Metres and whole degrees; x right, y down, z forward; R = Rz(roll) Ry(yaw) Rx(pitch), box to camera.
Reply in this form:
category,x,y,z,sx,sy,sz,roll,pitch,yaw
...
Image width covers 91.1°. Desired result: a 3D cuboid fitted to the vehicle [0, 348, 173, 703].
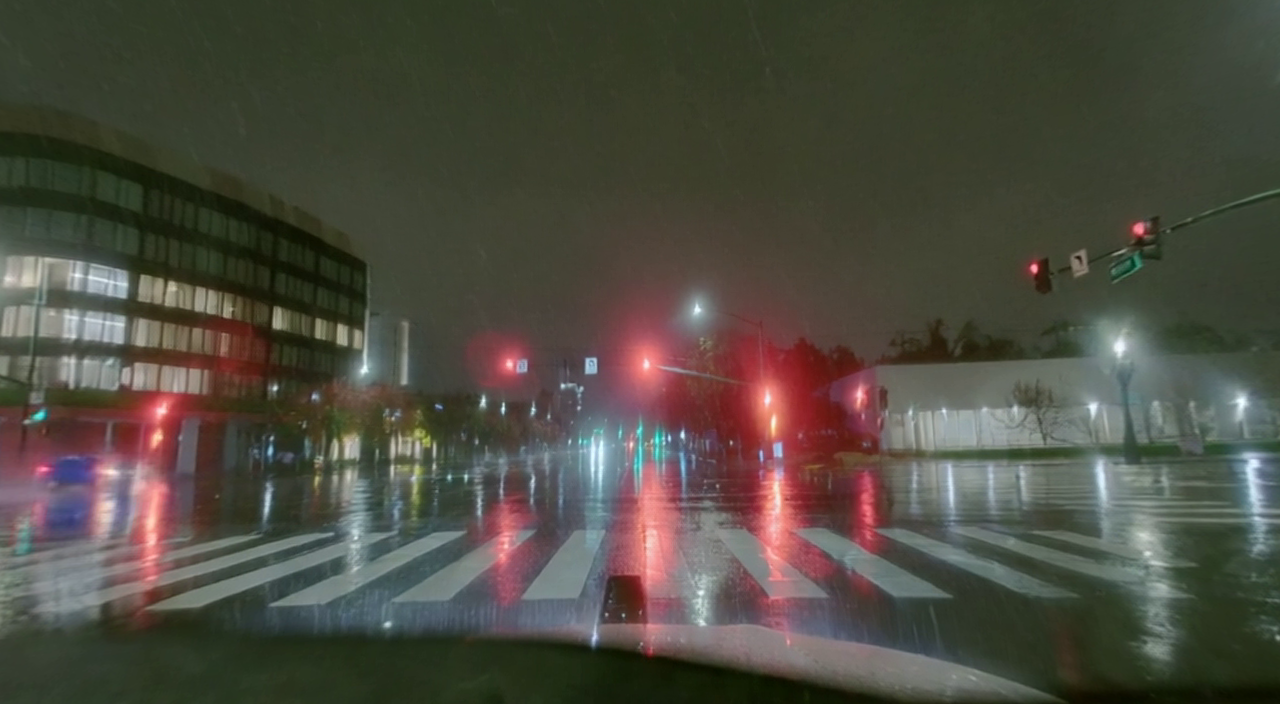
category,x,y,z,sx,sy,sz,roll,pitch,yaw
vehicle,-3.622,0.624,1.074,2.109,1.692,4.587,0,-8,0
